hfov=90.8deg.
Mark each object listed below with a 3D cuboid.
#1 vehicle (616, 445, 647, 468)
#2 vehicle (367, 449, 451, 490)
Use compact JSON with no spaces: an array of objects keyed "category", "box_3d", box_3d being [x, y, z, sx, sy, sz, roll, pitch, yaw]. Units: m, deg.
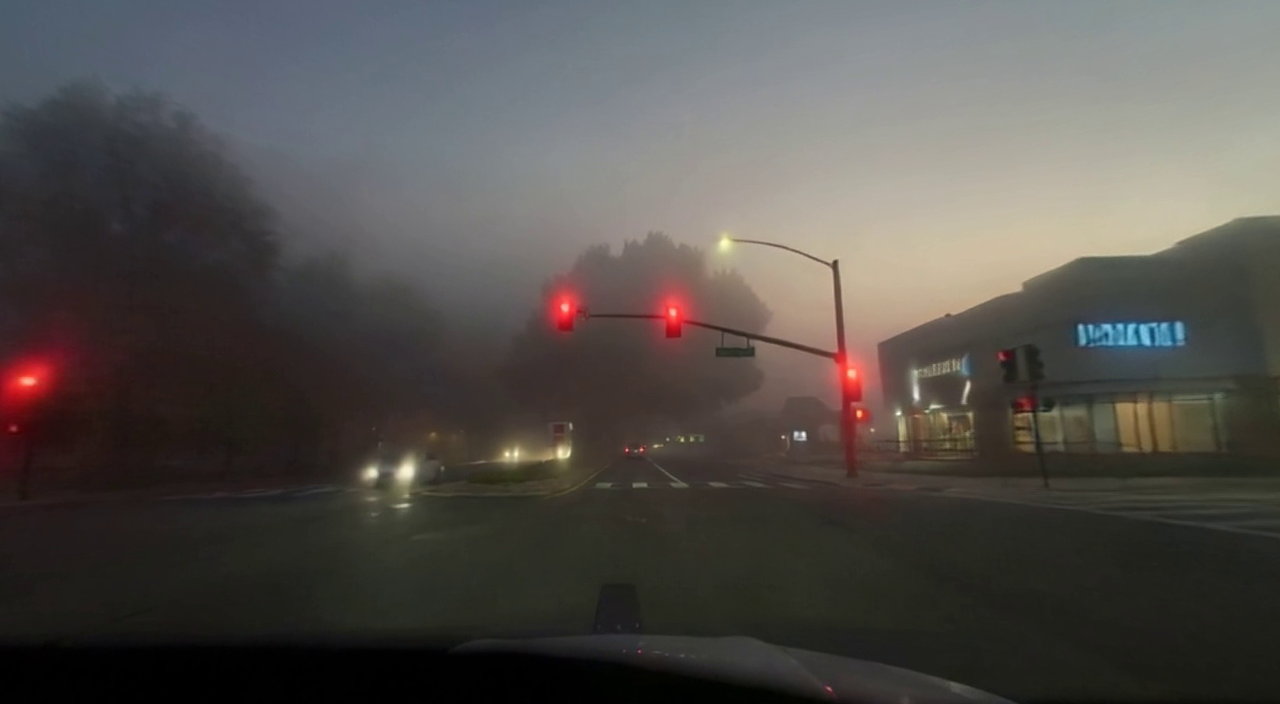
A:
[{"category":"vehicle","box_3d":[-0.651,7.200,43.796,2.045,1.510,3.690,0,-9,-2]},{"category":"vehicle","box_3d":[-9.046,4.599,25.132,1.777,1.438,4.190,0,-9,0]}]
